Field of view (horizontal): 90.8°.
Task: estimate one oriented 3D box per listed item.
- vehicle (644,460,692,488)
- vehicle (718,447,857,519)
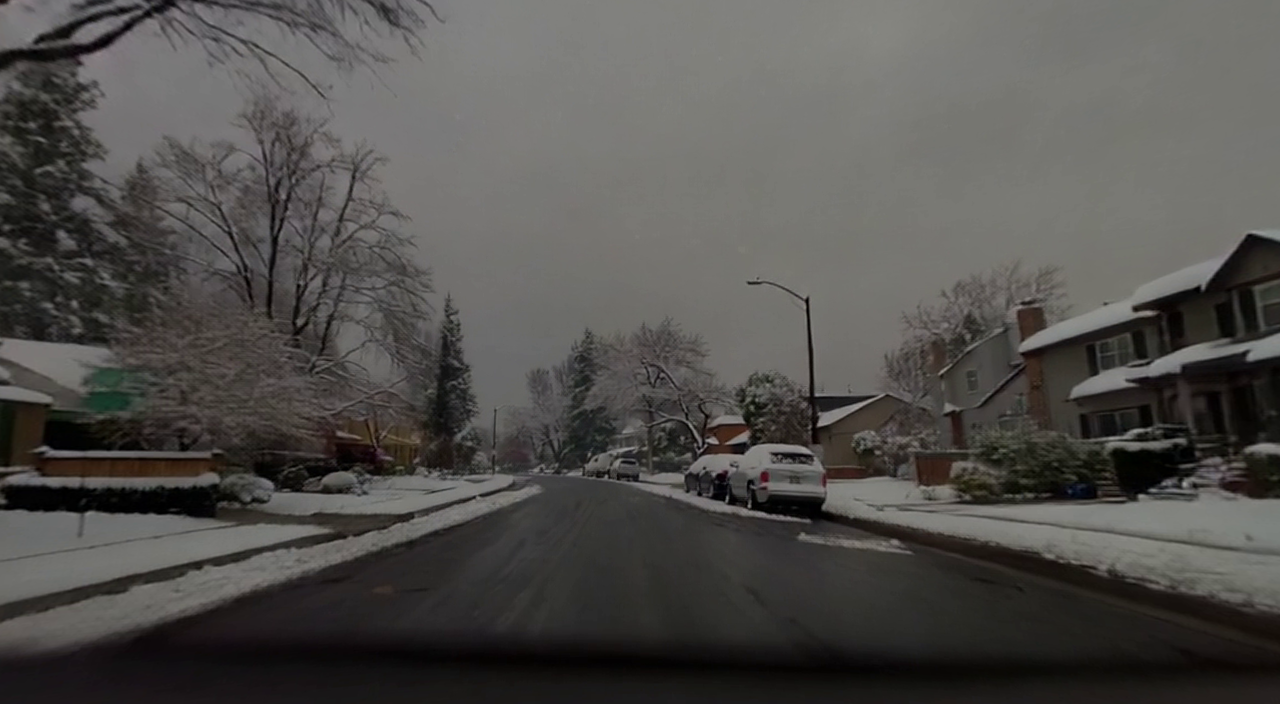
[{"bbox_3d":[1.909,8.603,44.935,2.111,1.771,4.942,2,-9,-13],"label":"vehicle"},{"bbox_3d":[4.489,4.175,20.647,2.715,1.900,6.163,2,-10,-3],"label":"vehicle"}]
